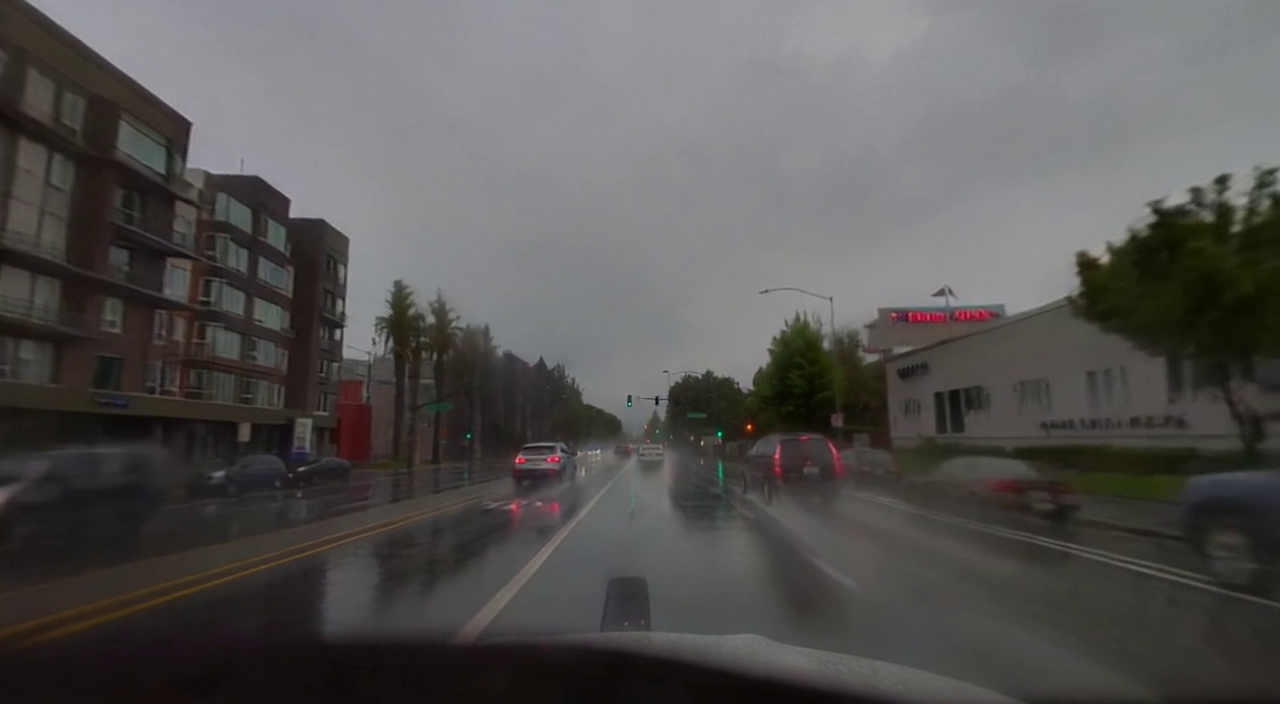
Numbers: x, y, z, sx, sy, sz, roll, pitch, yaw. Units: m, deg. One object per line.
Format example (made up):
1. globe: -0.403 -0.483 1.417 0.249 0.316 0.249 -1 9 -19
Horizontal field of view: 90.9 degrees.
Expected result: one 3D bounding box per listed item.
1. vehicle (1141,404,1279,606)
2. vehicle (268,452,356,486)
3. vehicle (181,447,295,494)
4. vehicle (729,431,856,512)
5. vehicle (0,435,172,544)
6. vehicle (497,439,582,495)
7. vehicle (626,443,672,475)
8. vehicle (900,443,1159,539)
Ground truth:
1. vehicle: 6.822 1.201 4.537 2.207 1.789 5.099 0 -8 0
2. vehicle: -16.561 5.913 32.168 1.919 1.469 4.719 -2 -8 1
3. vehicle: -16.897 4.948 26.779 2.001 1.760 4.329 -2 -9 0
4. vehicle: 3.412 2.748 14.914 1.987 1.637 3.896 0 -8 0
5. vehicle: -10.831 2.297 10.884 1.951 1.658 4.473 0 -9 1
6. vehicle: -2.947 3.472 19.394 1.860 1.510 4.073 0 -8 1
7. vehicle: 0.413 5.199 30.887 2.103 1.468 4.094 0 -8 0
8. vehicle: 7.044 2.513 12.211 1.908 1.467 4.837 0 -8 0
